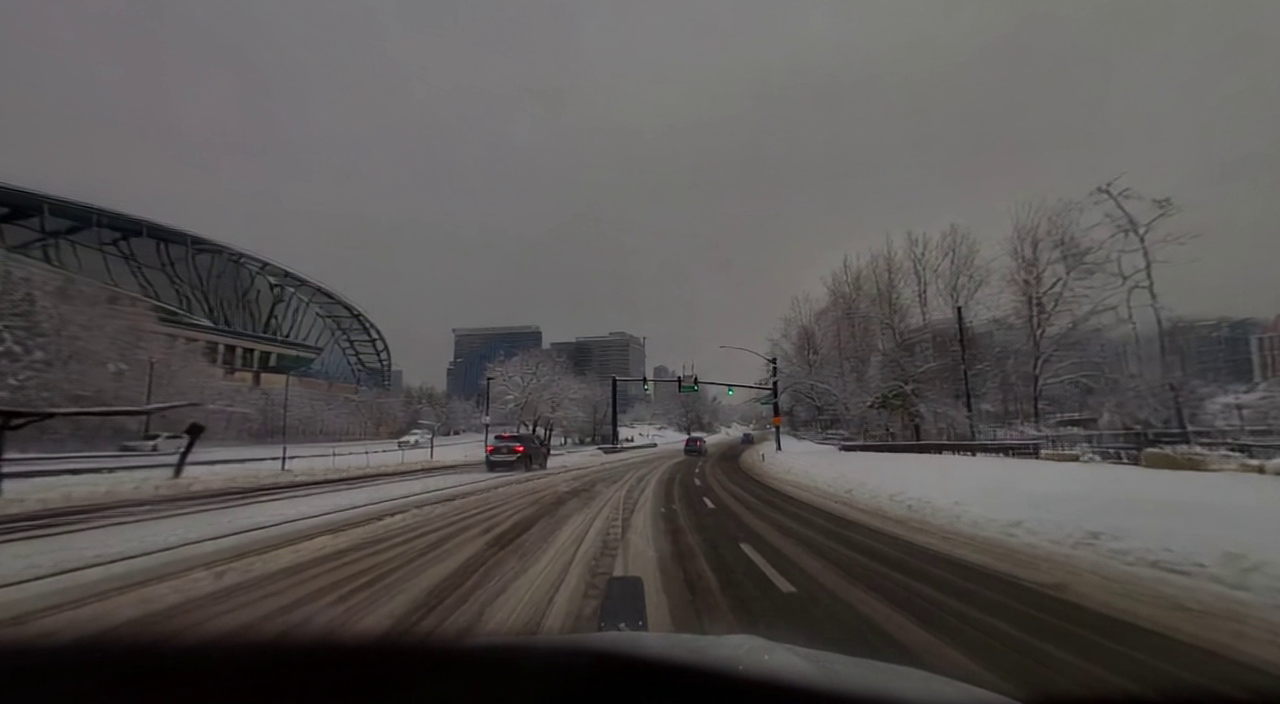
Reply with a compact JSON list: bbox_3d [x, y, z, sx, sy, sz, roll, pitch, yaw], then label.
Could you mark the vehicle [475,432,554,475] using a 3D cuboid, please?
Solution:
[{"bbox_3d":[-5.370,4.429,27.680,2.181,1.728,4.515,-1,-8,5],"label":"vehicle"}]
